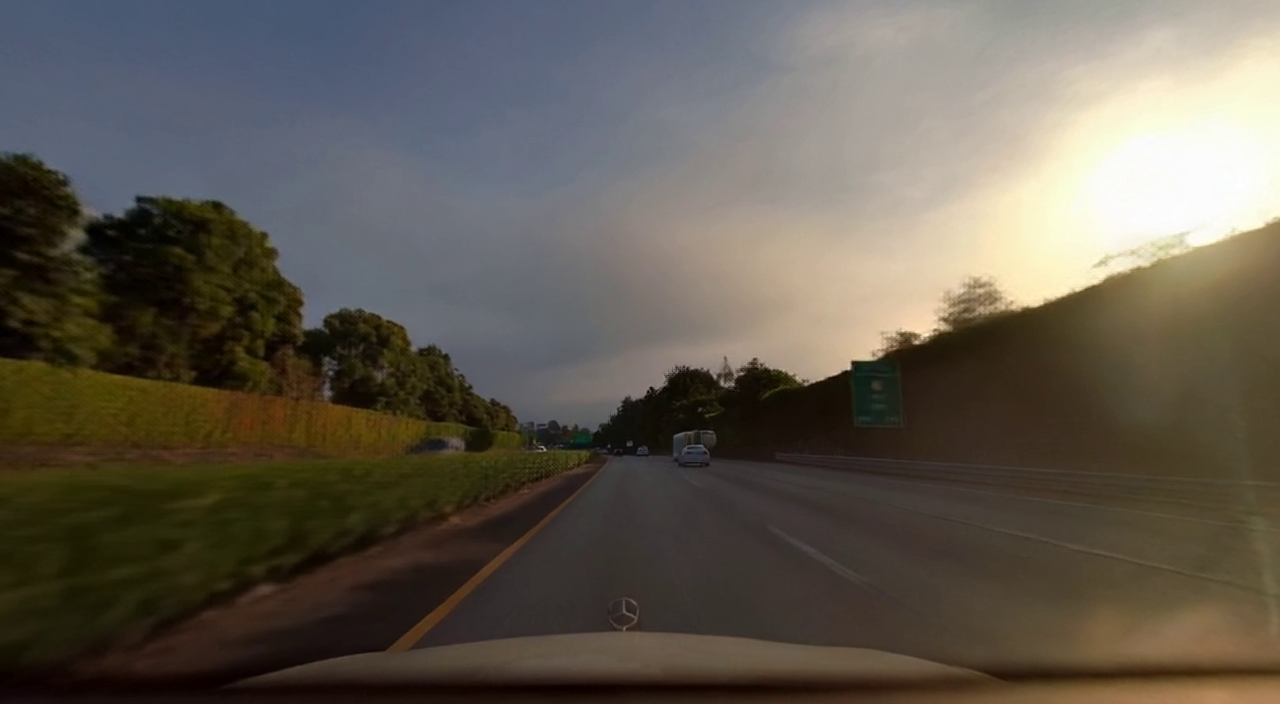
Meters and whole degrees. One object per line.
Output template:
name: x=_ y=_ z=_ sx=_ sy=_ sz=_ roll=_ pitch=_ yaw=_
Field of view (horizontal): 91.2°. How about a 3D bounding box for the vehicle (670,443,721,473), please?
vehicle: x=3.005 y=5.870 z=34.874 sx=2.244 sy=1.498 sz=4.338 roll=0 pitch=-9 yaw=-3
